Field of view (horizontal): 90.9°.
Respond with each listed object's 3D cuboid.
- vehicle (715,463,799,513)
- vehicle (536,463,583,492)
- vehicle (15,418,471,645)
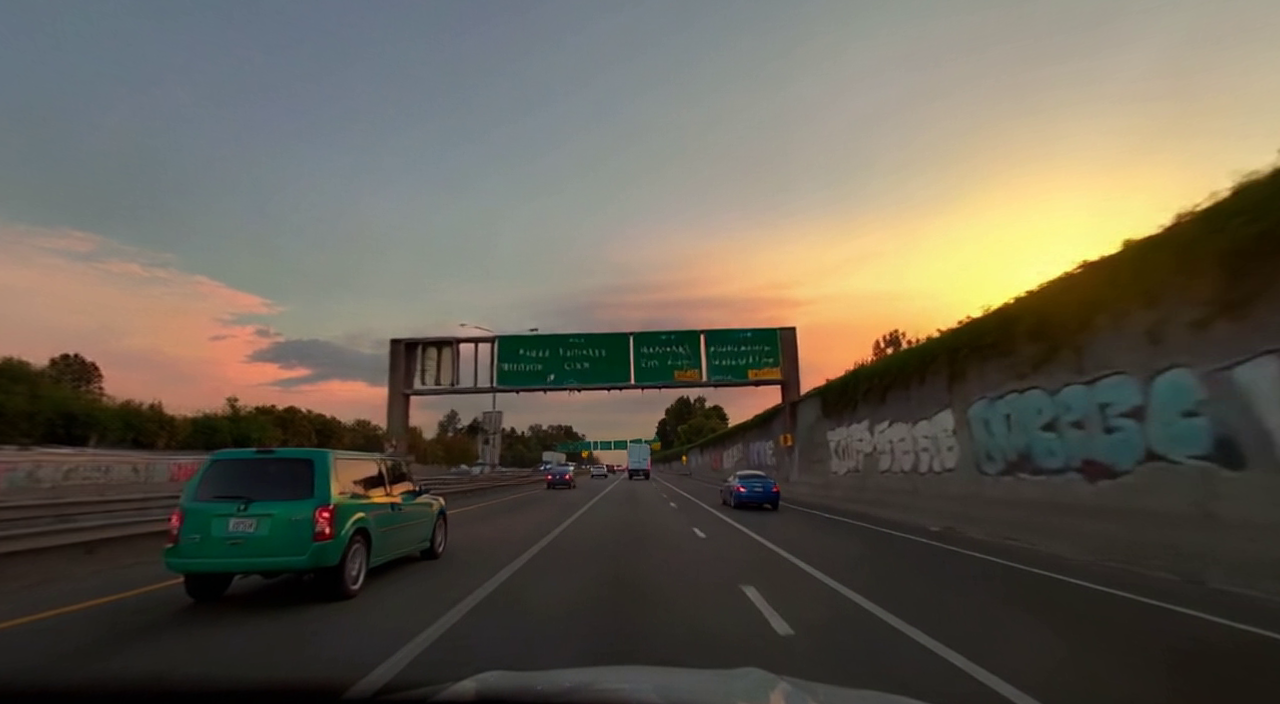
[{"bbox_3d":[3.768,4.469,21.063,1.917,1.458,4.199,1,-10,-2],"label":"vehicle"},{"bbox_3d":[-4.330,6.828,34.480,2.054,1.443,4.131,1,-10,-1],"label":"vehicle"},{"bbox_3d":[-3.484,1.708,6.883,2.004,1.610,4.508,1,-10,0],"label":"vehicle"}]
